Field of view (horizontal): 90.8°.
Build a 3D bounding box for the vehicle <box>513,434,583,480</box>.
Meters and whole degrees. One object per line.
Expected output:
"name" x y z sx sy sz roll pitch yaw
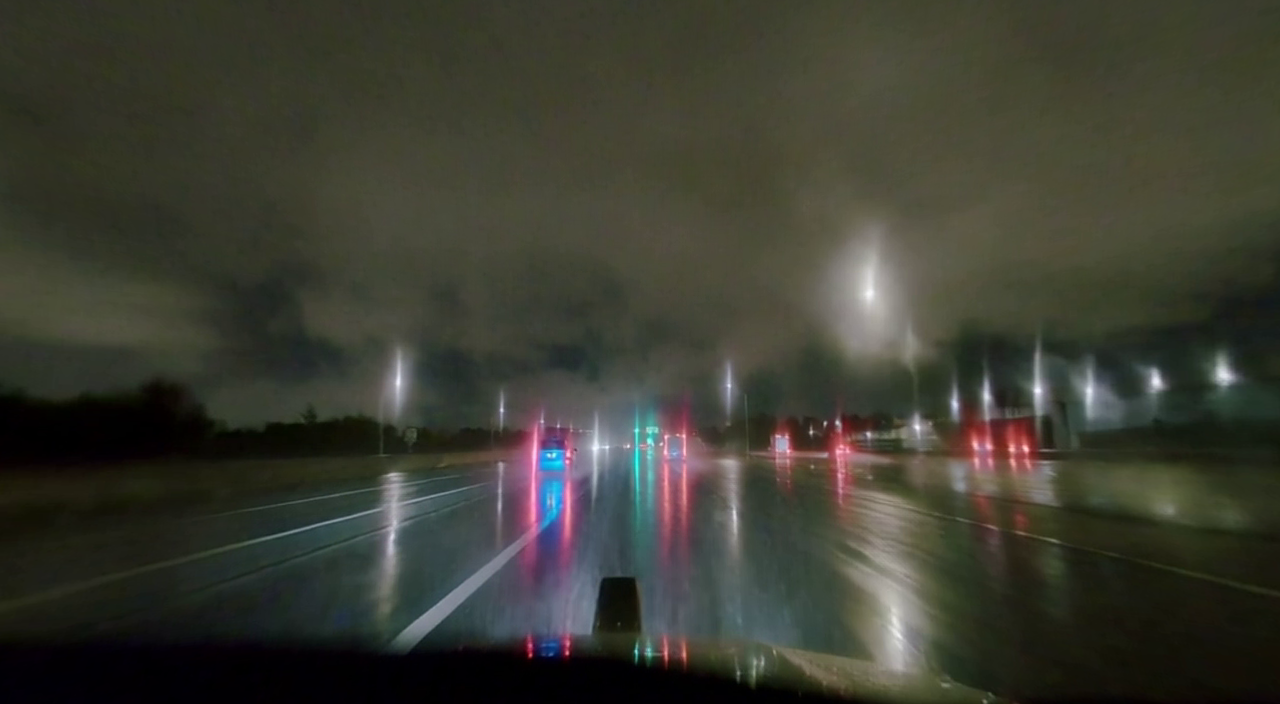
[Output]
"vehicle" -3.790 4.453 27.144 2.205 1.773 5.124 0 -8 0
